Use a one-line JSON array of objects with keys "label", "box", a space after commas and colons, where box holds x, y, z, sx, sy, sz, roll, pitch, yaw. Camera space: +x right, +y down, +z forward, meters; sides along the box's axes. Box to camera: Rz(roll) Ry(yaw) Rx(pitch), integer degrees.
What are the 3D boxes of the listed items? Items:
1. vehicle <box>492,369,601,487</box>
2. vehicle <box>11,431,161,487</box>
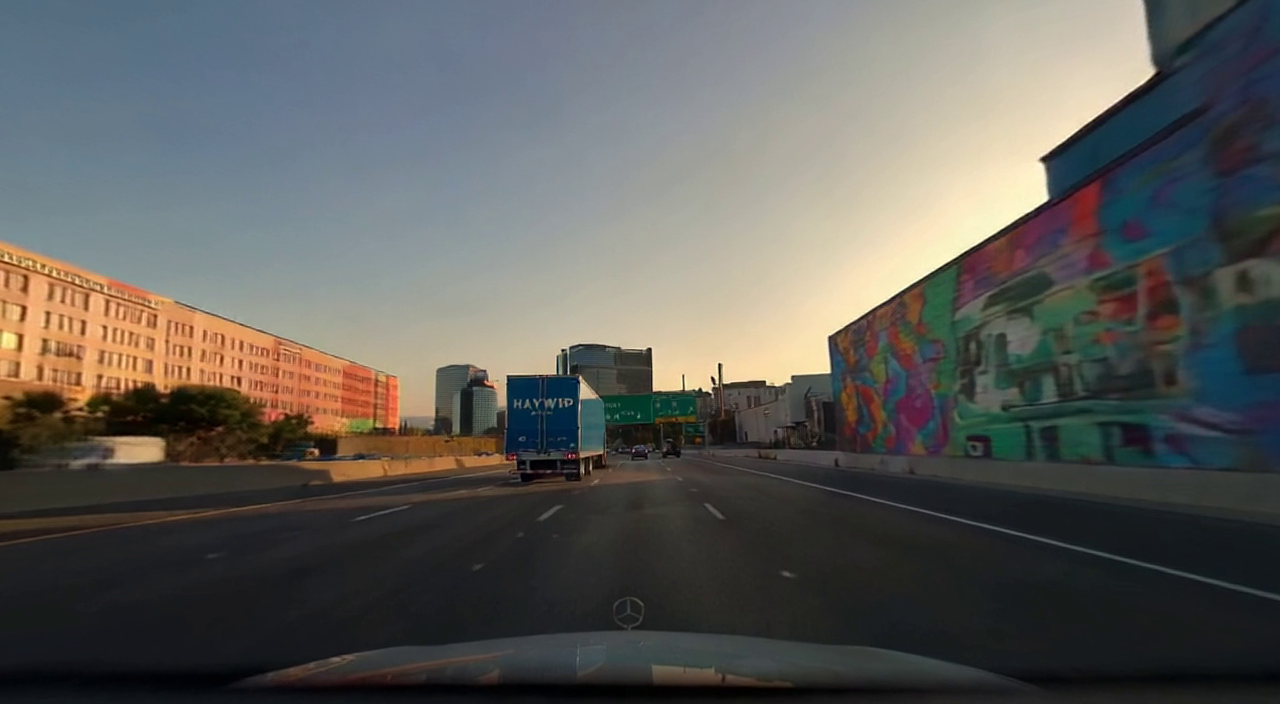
[{"label": "vehicle", "box": [-3.512, 3.164, 26.376, 2.977, 4.048, 8.890, 0, -7, 1]}, {"label": "vehicle", "box": [-28.411, 5.468, 32.744, 2.426, 2.602, 5.759, 0, -8, 1]}]
